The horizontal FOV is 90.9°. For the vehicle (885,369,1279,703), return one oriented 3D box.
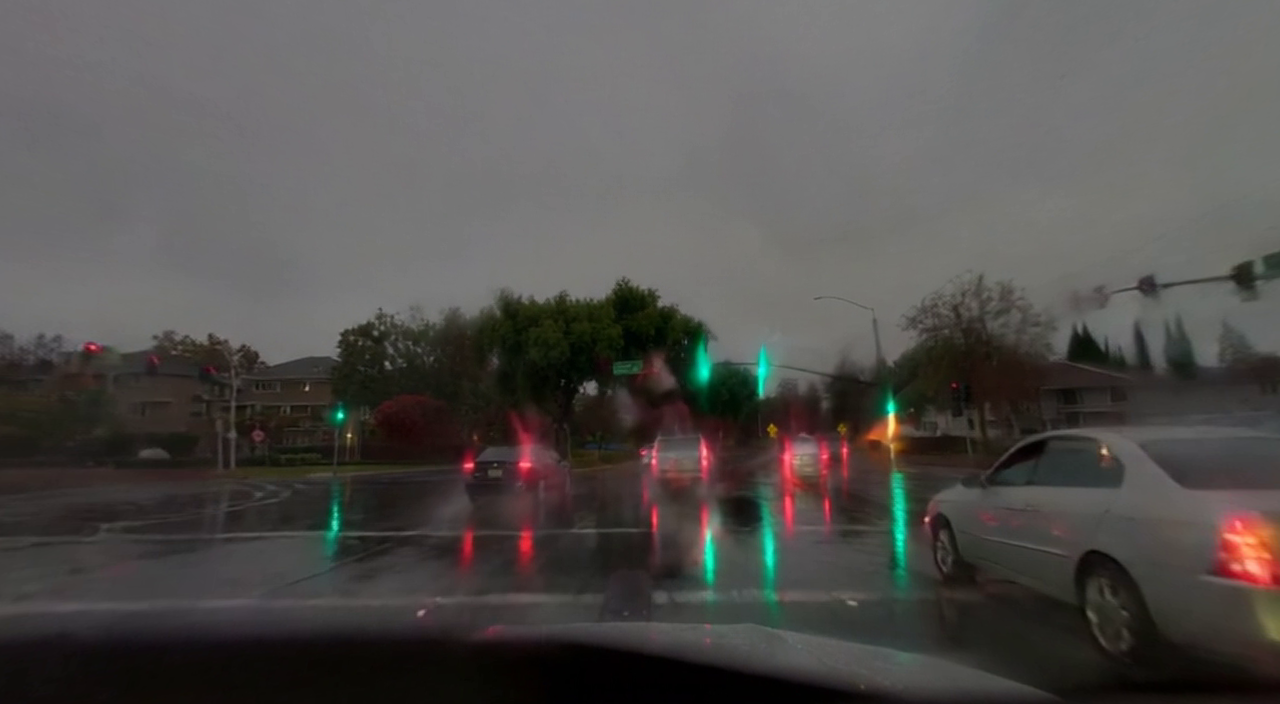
[{"bbox_3d":[3.755,1.218,4.728,2.106,1.636,4.655,-1,-9,2],"label":"vehicle"}]

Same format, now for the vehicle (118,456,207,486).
[{"bbox_3d":[-26.085,6.464,34.448,4.066,1.506,1.867,-3,-9,20],"label":"vehicle"}]

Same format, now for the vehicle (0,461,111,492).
[{"bbox_3d":[-29.522,6.198,31.452,4.647,1.427,2.065,-1,-9,8],"label":"vehicle"}]

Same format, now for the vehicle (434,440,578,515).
[{"bbox_3d":[-2.928,2.868,14.976,2.006,1.464,4.586,-1,-9,6],"label":"vehicle"}]

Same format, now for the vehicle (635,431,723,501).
[{"bbox_3d":[1.215,3.260,18.461,2.250,1.768,4.574,-1,-9,6],"label":"vehicle"}]

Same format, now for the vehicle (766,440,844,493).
[{"bbox_3d":[5.198,3.635,20.303,1.859,1.540,3.454,-1,-9,5],"label":"vehicle"}]
